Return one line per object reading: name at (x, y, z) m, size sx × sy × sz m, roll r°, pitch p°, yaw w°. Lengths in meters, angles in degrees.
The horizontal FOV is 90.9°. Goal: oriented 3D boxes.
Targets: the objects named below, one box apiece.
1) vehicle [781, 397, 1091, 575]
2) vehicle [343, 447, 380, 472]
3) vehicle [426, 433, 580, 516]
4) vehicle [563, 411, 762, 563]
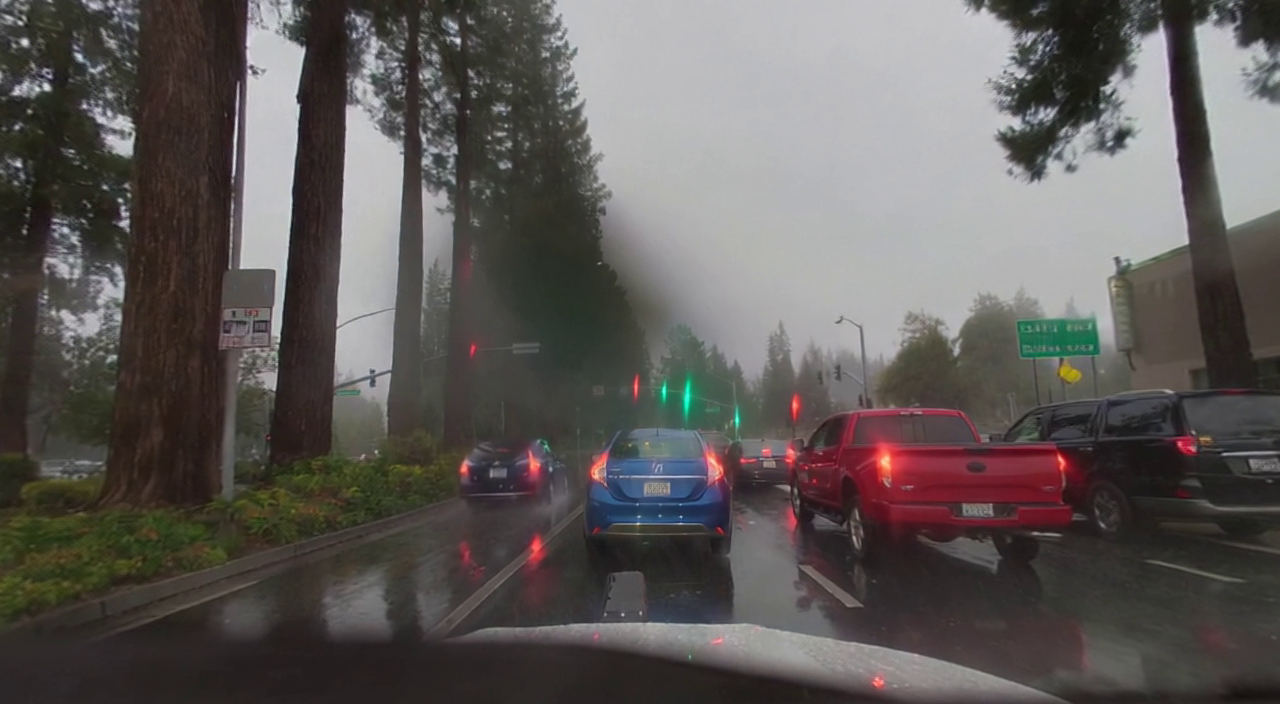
vehicle at (3.389, 1.633, 8.395) m, size 2.099 × 1.725 × 4.290 m, roll 0°, pitch -8°, yaw 2°
vehicle at (-19.327, 7.421, 43.888) m, size 2.026 × 1.587 × 4.608 m, roll 3°, pitch -9°, yaw -20°
vehicle at (-2.727, 2.608, 14.056) m, size 2.133 × 1.496 × 5.150 m, roll 0°, pitch -8°, yaw 2°
vehicle at (0.248, 1.778, 8.977) m, size 2.168 × 1.641 × 4.039 m, roll 0°, pitch -8°, yaw 0°
